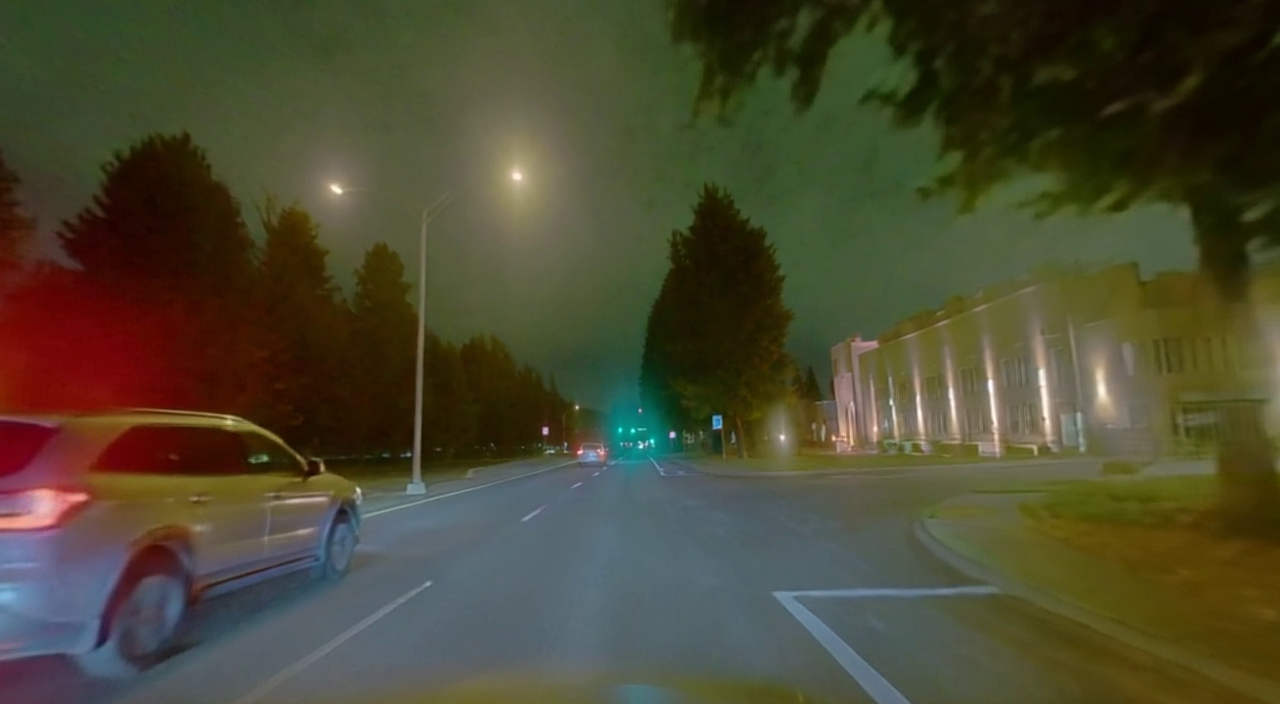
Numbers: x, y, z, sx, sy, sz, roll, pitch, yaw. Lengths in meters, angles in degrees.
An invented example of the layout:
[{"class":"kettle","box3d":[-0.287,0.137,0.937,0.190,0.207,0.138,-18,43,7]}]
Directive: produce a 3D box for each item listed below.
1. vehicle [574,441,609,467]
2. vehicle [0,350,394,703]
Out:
[{"class":"vehicle","box3d":[-3.533,7.530,46.794,2.179,1.771,4.267,0,-8,1]},{"class":"vehicle","box3d":[-3.816,1.115,4.476,2.202,1.685,4.772,0,-8,0]}]
